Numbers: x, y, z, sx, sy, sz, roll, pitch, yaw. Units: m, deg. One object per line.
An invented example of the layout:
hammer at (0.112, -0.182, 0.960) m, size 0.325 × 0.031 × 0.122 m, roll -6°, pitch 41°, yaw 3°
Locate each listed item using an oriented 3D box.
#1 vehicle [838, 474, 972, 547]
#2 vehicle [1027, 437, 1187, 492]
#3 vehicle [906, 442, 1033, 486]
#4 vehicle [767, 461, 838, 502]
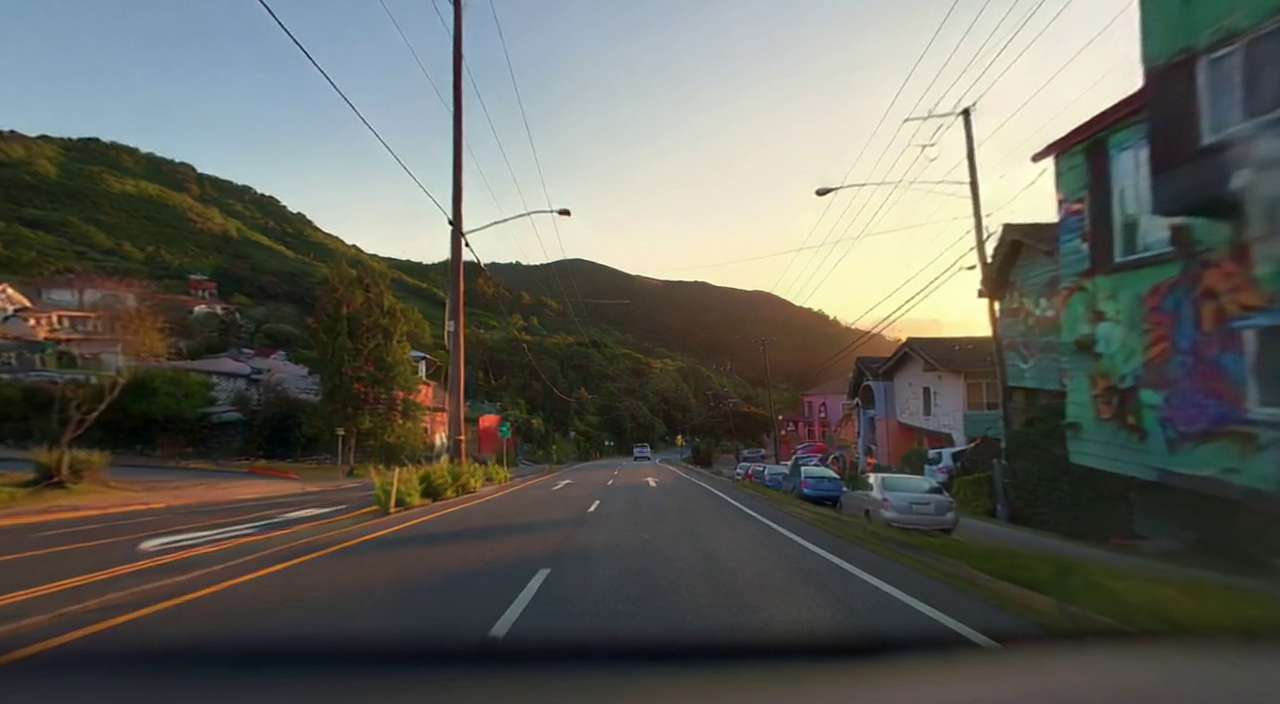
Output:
vehicle at (6.688, 4.013, 16.478) m, size 1.781 × 1.432 × 4.169 m, roll -1°, pitch -9°, yaw 2°
vehicle at (16.473, 3.977, 22.452) m, size 4.087 × 1.834 × 1.939 m, roll 0°, pitch -9°, yaw -2°
vehicle at (15.257, 5.178, 29.431) m, size 4.798 × 1.934 × 1.908 m, roll 0°, pitch -9°, yaw 0°
vehicle at (6.924, 5.542, 27.359) m, size 1.838 × 1.475 × 4.152 m, roll 0°, pitch -9°, yaw -1°
